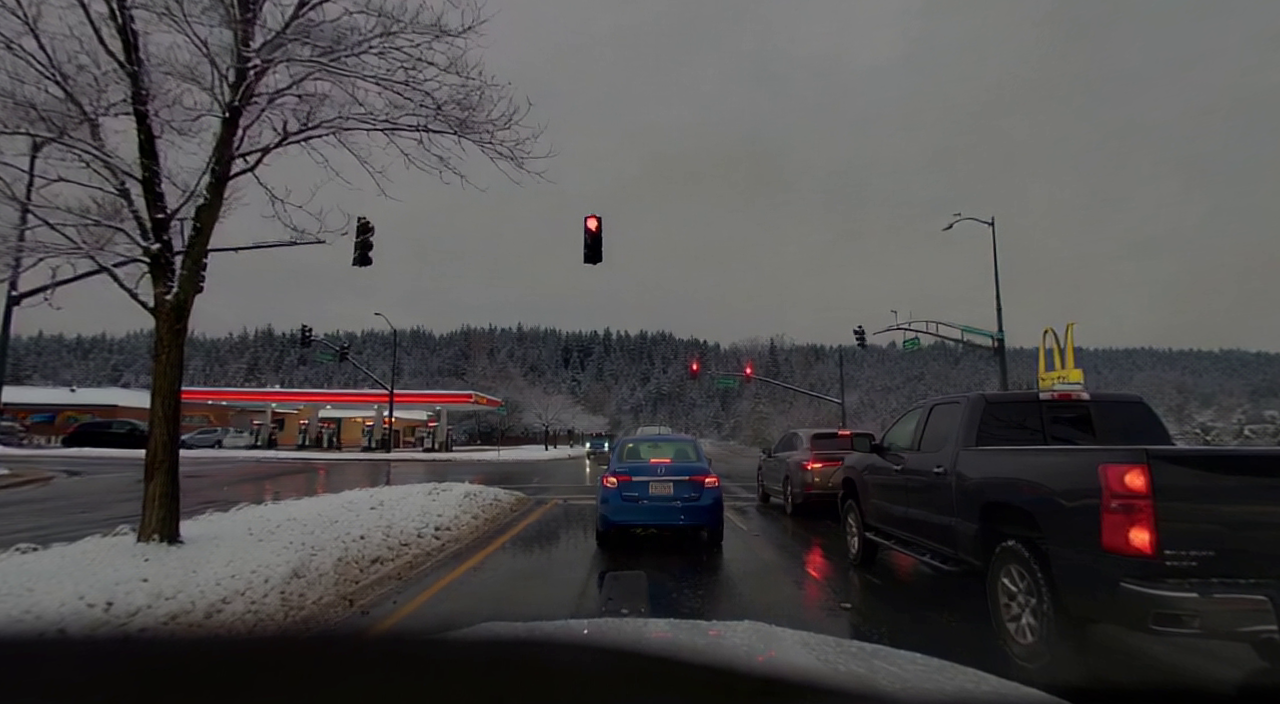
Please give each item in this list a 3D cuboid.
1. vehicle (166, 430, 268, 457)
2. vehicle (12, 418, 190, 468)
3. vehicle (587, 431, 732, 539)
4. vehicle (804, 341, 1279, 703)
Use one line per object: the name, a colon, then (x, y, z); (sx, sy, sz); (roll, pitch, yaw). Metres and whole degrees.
vehicle: (-23.098, 5.032, 34.503); (4.326, 1.420, 1.798); (-1, -8, 4)
vehicle: (-19.713, 3.358, 23.222); (4.742, 1.720, 2.107); (-1, -8, 5)
vehicle: (0.260, 2.157, 10.834); (2.027, 1.494, 3.824); (0, -8, 0)
vehicle: (3.542, 1.319, 6.104); (2.277, 1.871, 6.143); (0, -8, 0)
